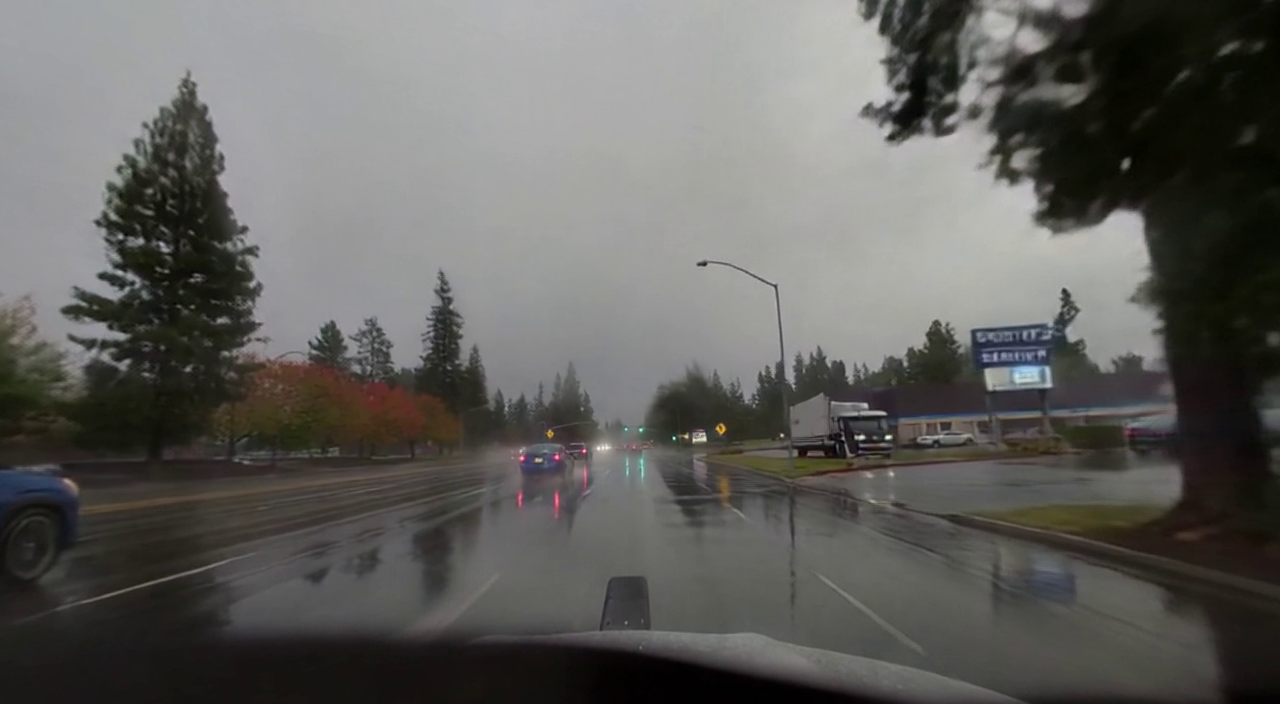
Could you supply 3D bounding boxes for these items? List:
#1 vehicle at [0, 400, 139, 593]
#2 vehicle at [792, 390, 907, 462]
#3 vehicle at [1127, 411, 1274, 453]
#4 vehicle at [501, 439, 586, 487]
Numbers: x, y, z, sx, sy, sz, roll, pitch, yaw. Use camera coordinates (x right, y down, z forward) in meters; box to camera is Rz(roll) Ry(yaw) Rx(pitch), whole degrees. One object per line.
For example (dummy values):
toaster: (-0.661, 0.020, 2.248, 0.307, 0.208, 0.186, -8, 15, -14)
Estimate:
vehicle: (-6.813, 1.190, 4.941, 2.043, 1.726, 4.472, 0, -9, 0)
vehicle: (12.132, 4.631, 37.994, 2.995, 3.704, 10.928, 0, -9, -1)
vehicle: (25.254, 3.643, 28.516, 4.643, 1.852, 1.978, 0, -9, 1)
vehicle: (-3.202, 3.801, 21.914, 2.152, 1.479, 4.394, 0, -9, 1)
